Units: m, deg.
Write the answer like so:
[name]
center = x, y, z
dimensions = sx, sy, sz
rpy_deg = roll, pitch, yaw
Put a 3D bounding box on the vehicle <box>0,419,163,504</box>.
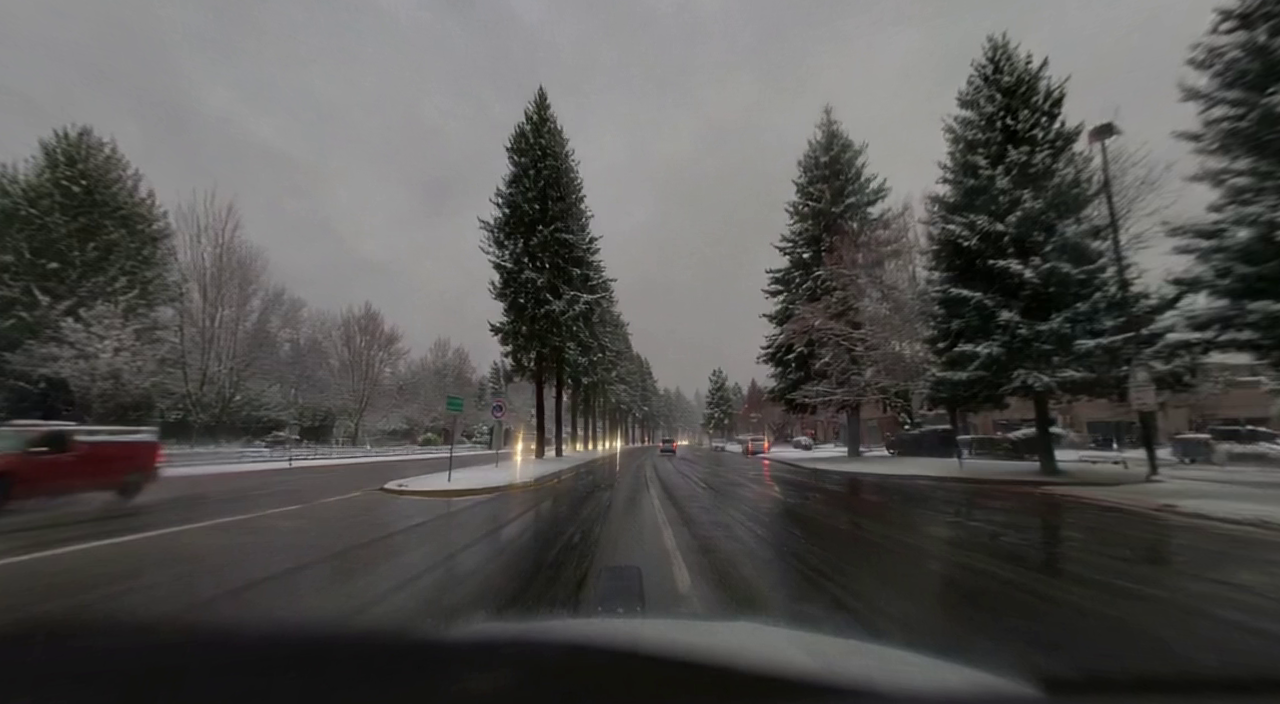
[vehicle]
center = -15.535, 2.749, 16.023
dimensions = 2.263, 1.887, 5.933
rpy_deg = 0, -8, -1
